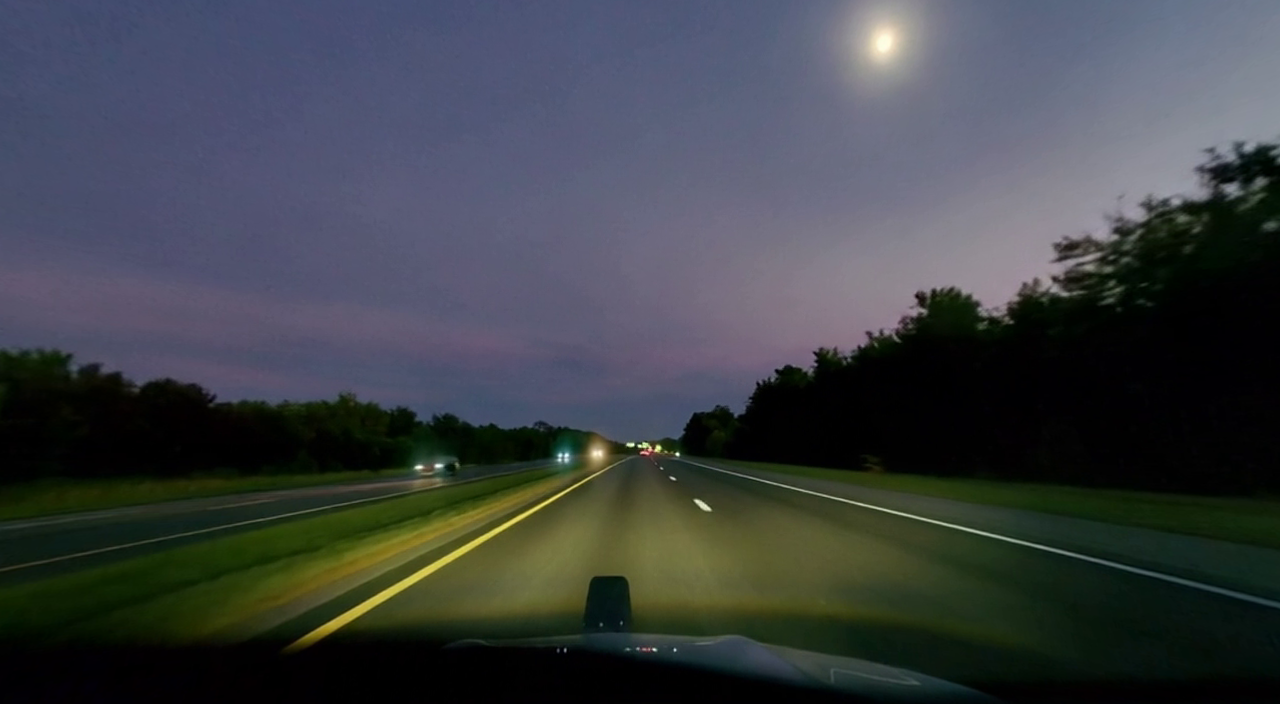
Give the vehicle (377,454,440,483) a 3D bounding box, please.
[{"bbox_3d":[-12.962,6.540,35.652,1.848,1.445,4.412,0,-9,1],"label":"vehicle"}]
